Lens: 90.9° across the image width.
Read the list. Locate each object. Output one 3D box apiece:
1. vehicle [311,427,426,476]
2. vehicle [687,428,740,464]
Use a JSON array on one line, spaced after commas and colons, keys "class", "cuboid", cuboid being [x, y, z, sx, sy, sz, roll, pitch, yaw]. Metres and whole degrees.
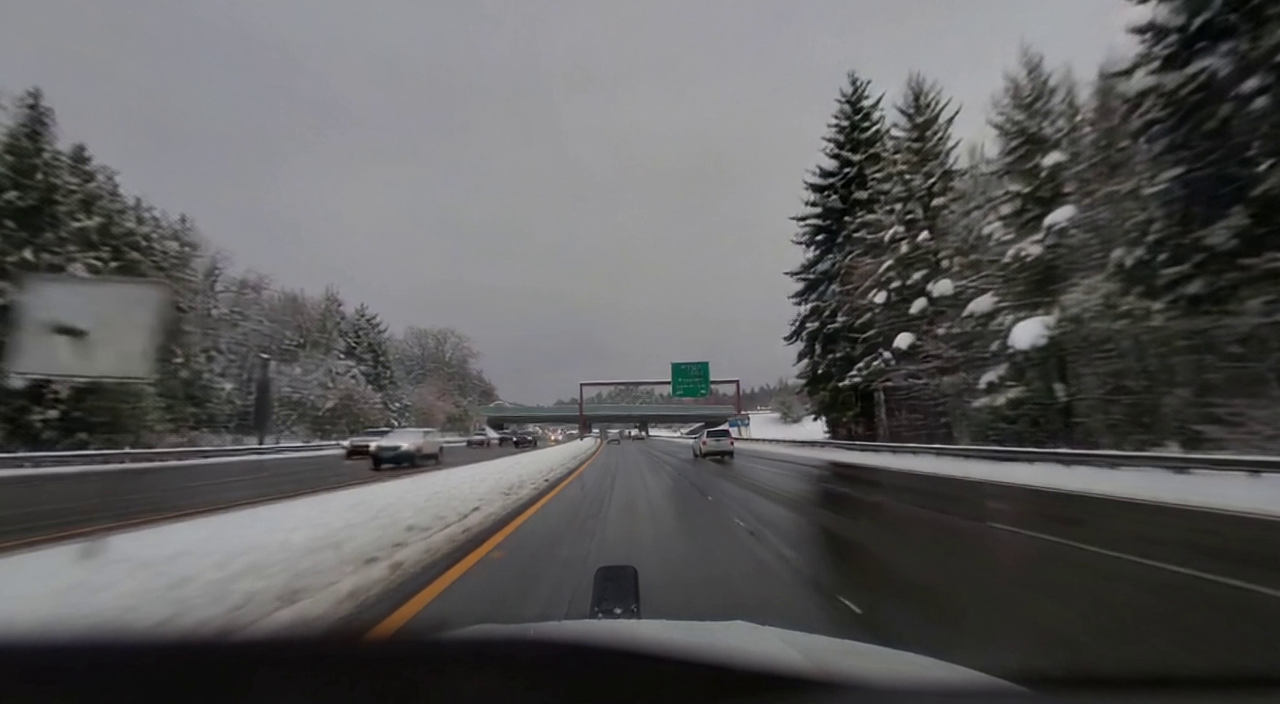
[{"class": "vehicle", "cuboid": [-8.952, 3.294, 21.282, 1.987, 1.445, 4.485, 0, -8, -1]}, {"class": "vehicle", "cuboid": [3.444, 4.466, 30.178, 1.938, 1.578, 3.764, 0, -8, -3]}]
